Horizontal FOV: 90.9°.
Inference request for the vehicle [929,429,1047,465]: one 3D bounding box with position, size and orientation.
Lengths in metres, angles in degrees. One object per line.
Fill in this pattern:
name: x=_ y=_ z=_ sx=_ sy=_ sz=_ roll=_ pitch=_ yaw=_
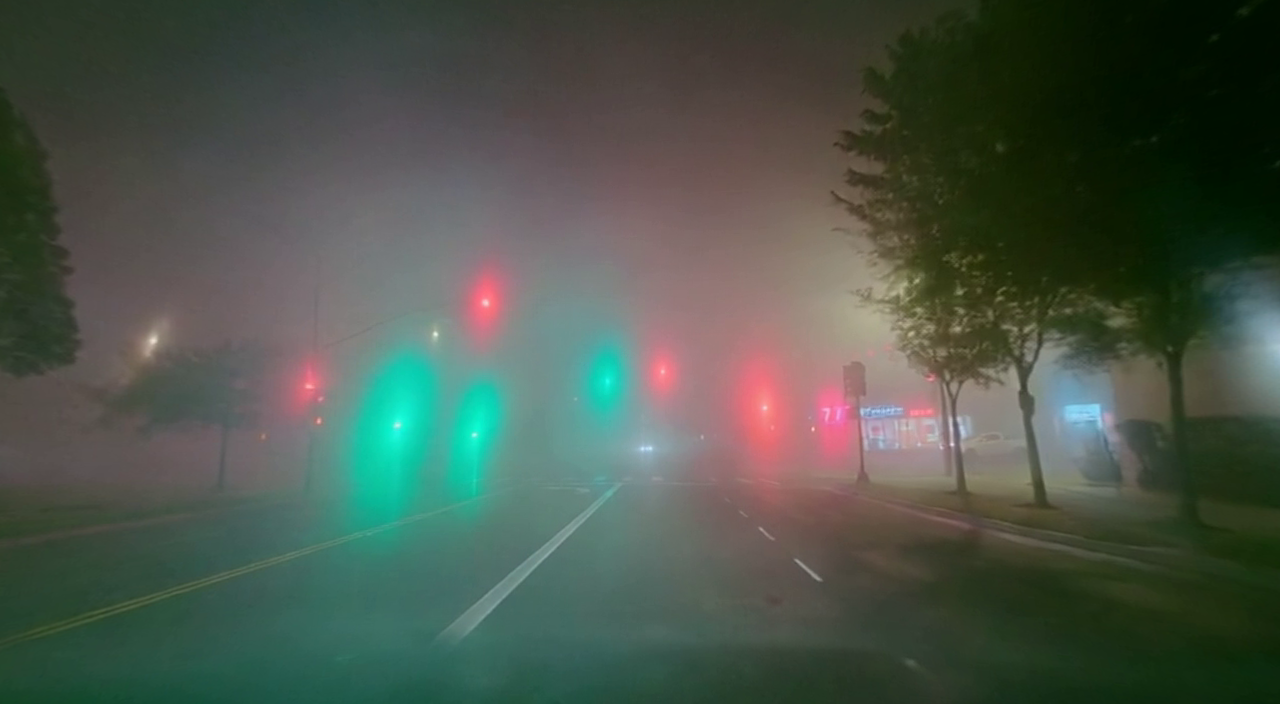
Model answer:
vehicle: x=17.765 y=4.870 z=32.329 sx=4.836 sy=1.795 sz=1.957 roll=0 pitch=-8 yaw=2
